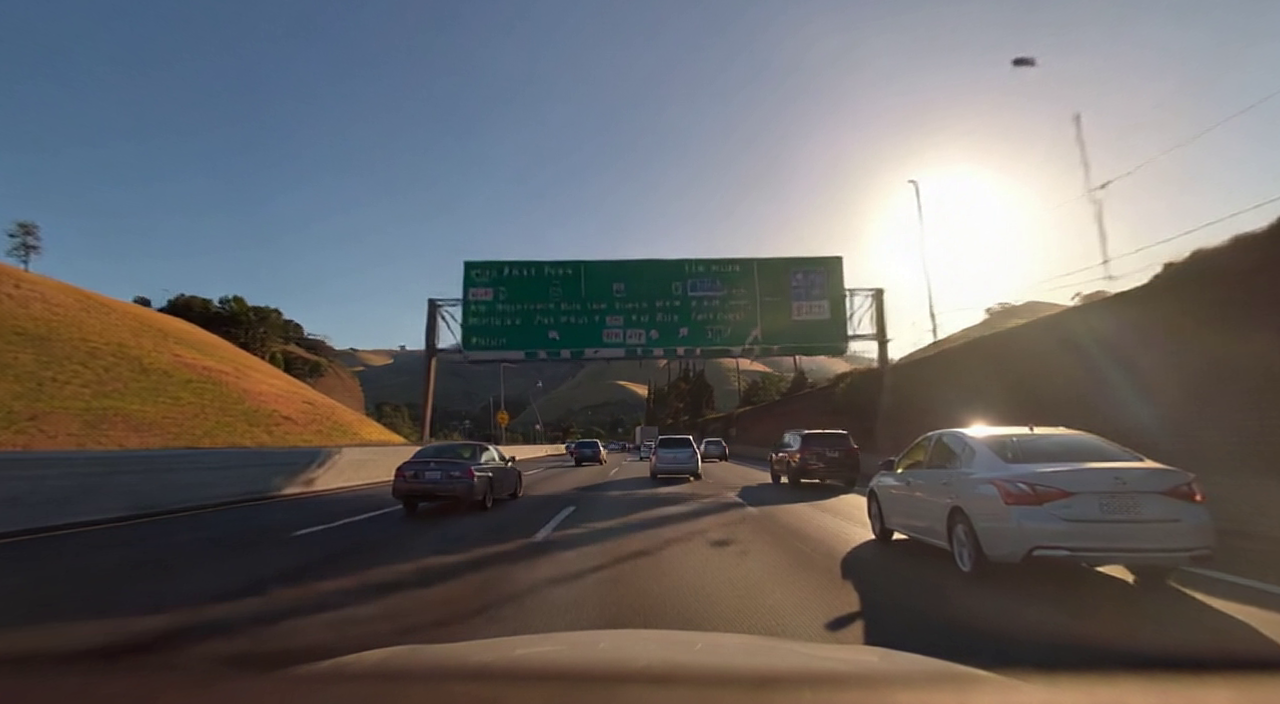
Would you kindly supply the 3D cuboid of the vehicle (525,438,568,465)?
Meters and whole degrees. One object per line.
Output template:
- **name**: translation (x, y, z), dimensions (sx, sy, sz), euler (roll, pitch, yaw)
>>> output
- **vehicle**: translation (-6.470, 6.919, 44.162), dimensions (2.055, 1.751, 4.825), euler (0, -8, 2)

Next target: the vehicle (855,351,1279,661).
- **vehicle**: translation (3.767, 1.211, 5.973), dimensions (1.930, 1.831, 4.344), euler (0, -8, 0)

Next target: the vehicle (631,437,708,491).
- **vehicle**: translation (0.782, 3.369, 19.388), dimensions (2.105, 1.471, 3.978), euler (0, -8, -1)

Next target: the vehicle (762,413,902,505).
- **vehicle**: translation (4.383, 2.532, 15.298), dimensions (1.970, 1.872, 4.575), euler (0, -8, 0)

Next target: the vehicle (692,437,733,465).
- **vehicle**: translation (4.079, 5.658, 36.141), dimensions (1.855, 1.513, 3.915), euler (0, -8, -1)

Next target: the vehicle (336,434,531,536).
- **vehicle**: translation (-3.403, 2.260, 11.439), dimensions (1.961, 1.456, 4.362), euler (0, -8, 2)

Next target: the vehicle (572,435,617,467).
- **vehicle**: translation (-2.628, 5.869, 37.540), dimensions (2.154, 1.793, 4.736), euler (0, -8, 2)
